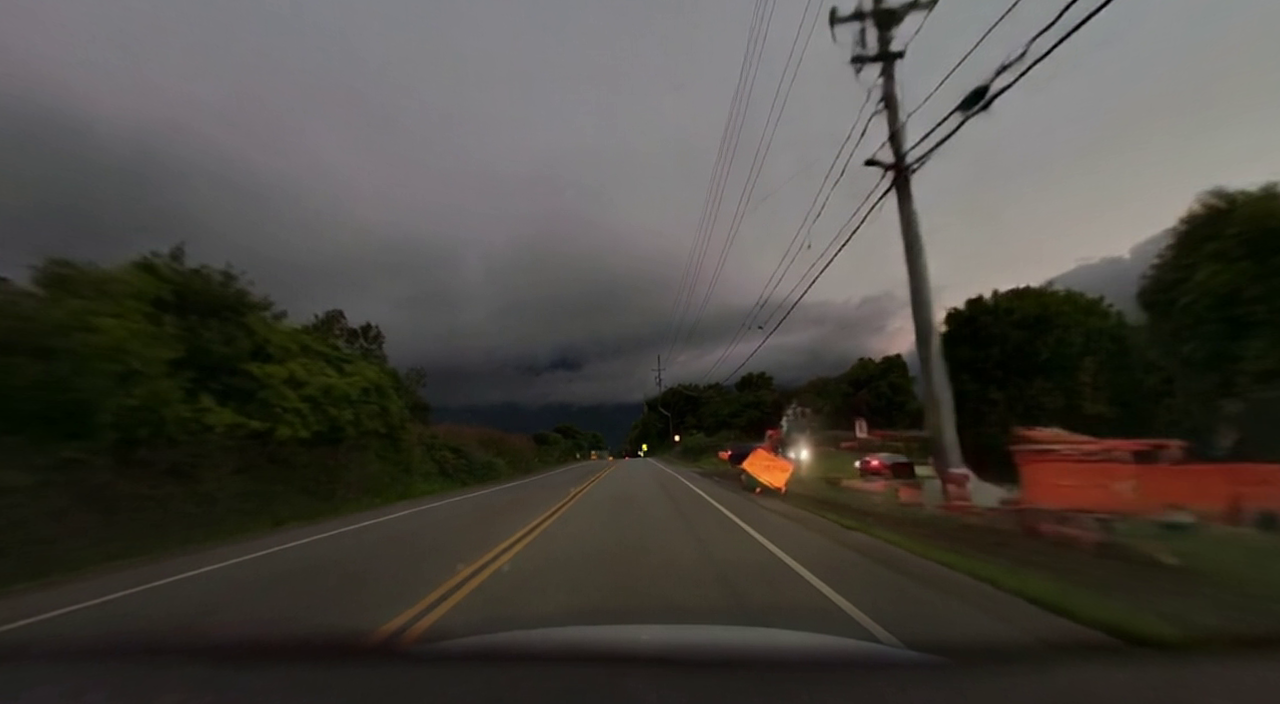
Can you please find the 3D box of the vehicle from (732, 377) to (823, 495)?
[{"bbox_3d":[4.068,2.523,19.060,2.374,3.357,1.724,0,-9,4],"label":"vehicle"}]

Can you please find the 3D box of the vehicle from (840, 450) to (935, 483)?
[{"bbox_3d":[12.219,5.595,31.090,4.715,1.469,1.900,6,-9,-32],"label":"vehicle"}]
